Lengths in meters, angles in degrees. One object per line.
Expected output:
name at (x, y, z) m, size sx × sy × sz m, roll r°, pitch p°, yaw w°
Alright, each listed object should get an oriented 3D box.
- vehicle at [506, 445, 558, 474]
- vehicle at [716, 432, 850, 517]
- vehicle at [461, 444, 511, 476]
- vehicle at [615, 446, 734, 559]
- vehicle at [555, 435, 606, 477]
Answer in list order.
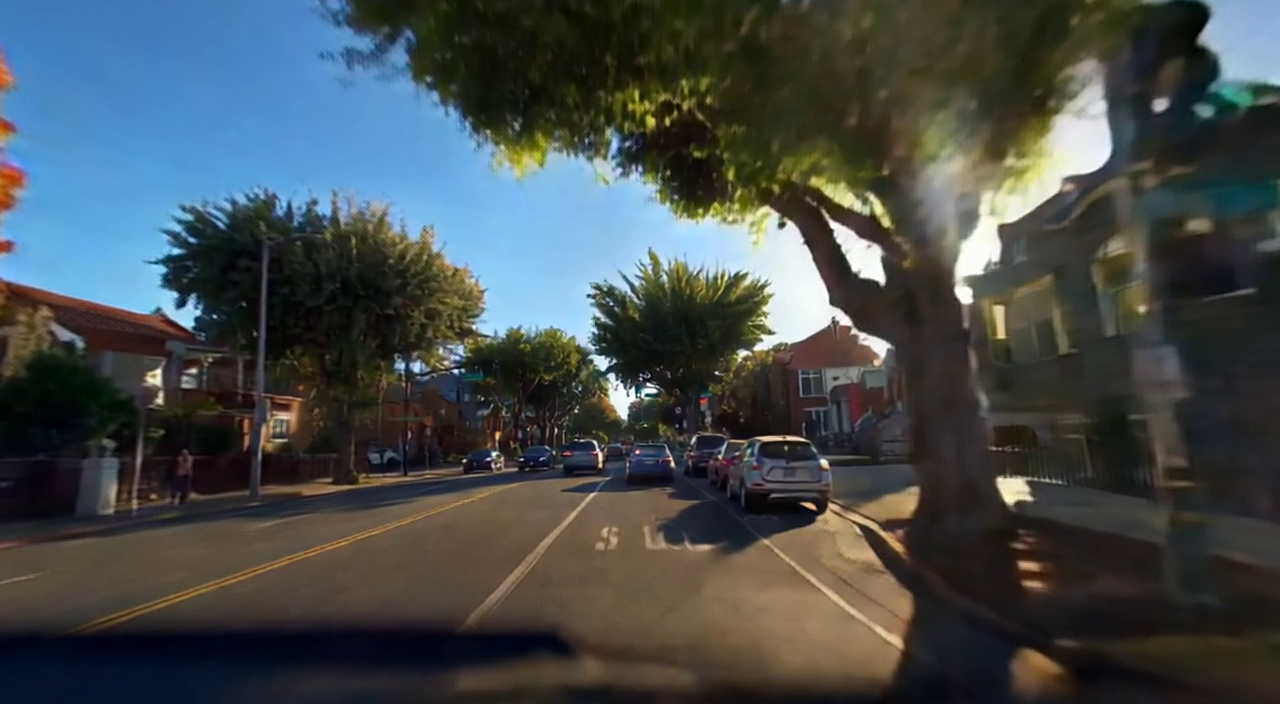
vehicle at (-5.971, 5.982, 35.315) m, size 2.055 × 1.521 × 4.639 m, roll 0°, pitch -9°, yaw 1°
vehicle at (2.984, 2.642, 14.096) m, size 1.905 × 1.589 × 4.028 m, roll 0°, pitch -8°, yaw -3°
vehicle at (-9.060, 6.363, 37.370) m, size 1.850 × 1.720 × 4.237 m, roll -1°, pitch -8°, yaw 0°
vehicle at (0.383, 2.151, 9.611) m, size 1.485 × 1.385 × 3.283 m, roll 1°, pitch -9°, yaw -2°
vehicle at (-2.750, 4.931, 30.032) m, size 1.983 × 1.841 × 4.013 m, roll 0°, pitch -8°, yaw 1°
